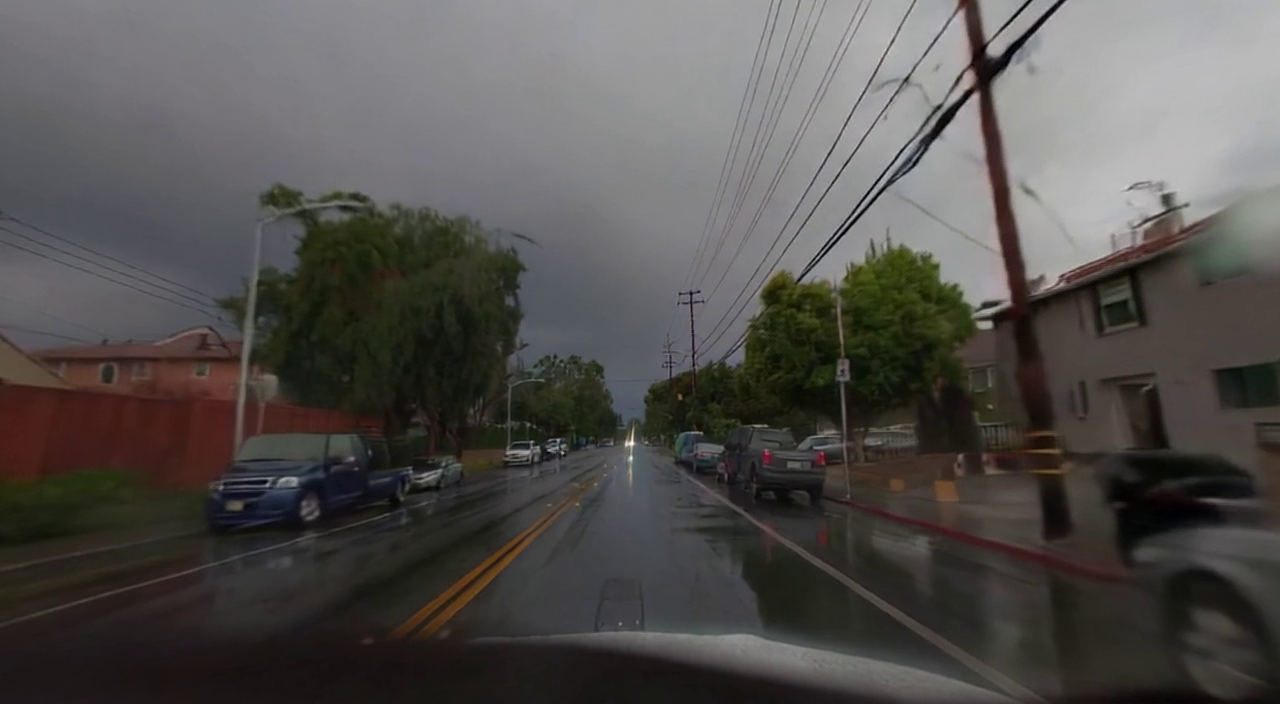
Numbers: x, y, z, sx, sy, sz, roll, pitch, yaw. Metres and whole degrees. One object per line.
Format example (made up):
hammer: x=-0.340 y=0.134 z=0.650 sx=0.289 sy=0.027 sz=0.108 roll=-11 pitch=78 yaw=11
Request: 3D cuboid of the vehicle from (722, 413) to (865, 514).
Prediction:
vehicle: x=3.367 y=2.593 z=15.190 sx=2.065 sy=1.953 sz=5.359 roll=0 pitch=-8 yaw=0

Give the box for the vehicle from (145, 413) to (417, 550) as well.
vehicle: x=-6.581 y=2.369 z=12.595 sx=2.451 sy=2.099 sz=5.112 roll=-1 pitch=-7 yaw=0

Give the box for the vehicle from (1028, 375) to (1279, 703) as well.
vehicle: x=3.471 y=0.724 z=1.355 sx=2.158 sy=1.560 sz=4.865 roll=0 pitch=-8 yaw=0

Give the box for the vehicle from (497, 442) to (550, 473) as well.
vehicle: x=-6.687 y=6.093 z=36.841 sx=2.084 sy=1.573 sz=4.599 roll=-2 pitch=-7 yaw=2
